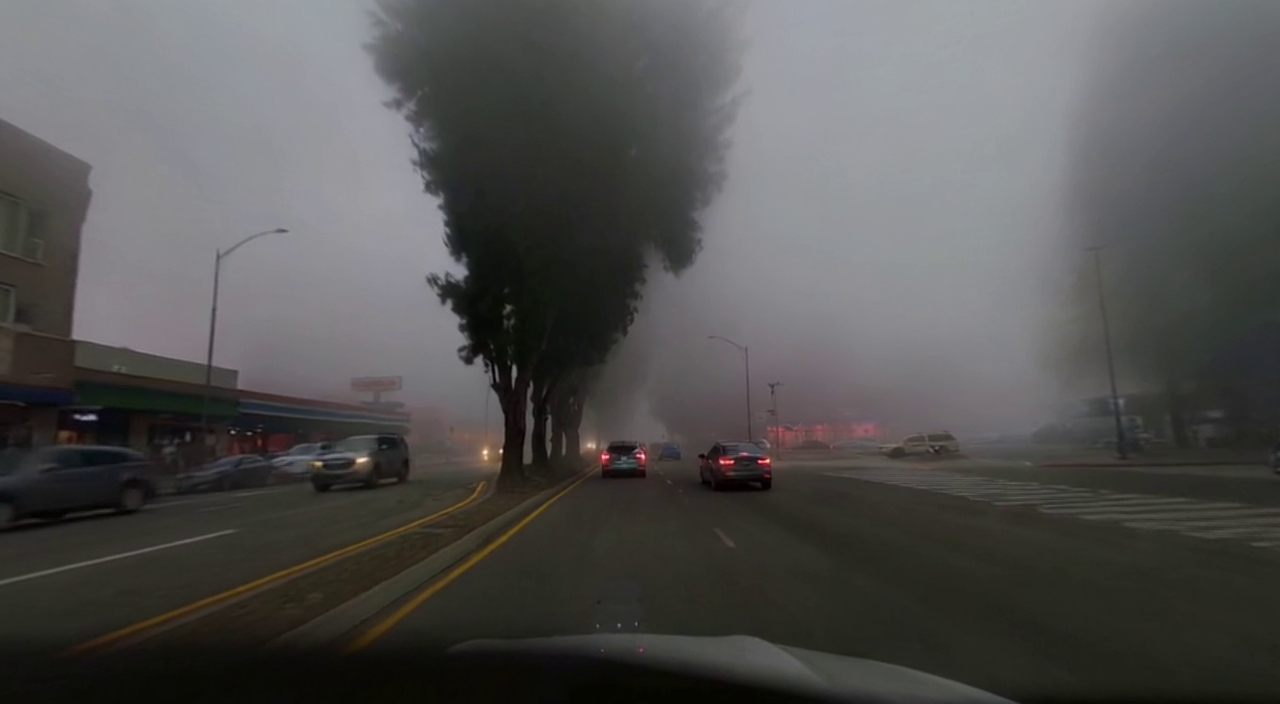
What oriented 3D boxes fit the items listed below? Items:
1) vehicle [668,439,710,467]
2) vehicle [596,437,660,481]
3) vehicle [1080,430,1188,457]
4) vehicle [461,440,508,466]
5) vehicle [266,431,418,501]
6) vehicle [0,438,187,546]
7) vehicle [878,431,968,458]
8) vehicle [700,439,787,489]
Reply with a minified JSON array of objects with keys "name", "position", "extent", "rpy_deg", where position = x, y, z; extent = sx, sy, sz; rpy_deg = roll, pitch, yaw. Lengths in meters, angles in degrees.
[{"name":"vehicle","position":[2.825,5.944,37.313],"extent":[2.098,1.527,3.966],"rpy_deg":[0,-8,-2]},{"name":"vehicle","position":[-0.463,4.071,24.351],"extent":[2.232,1.508,4.319],"rpy_deg":[0,-8,-1]},{"name":"vehicle","position":[27.823,5.171,35.714],"extent":[4.478,1.450,1.968],"rpy_deg":[0,-8,-3]},{"name":"vehicle","position":[-11.365,7.407,46.591],"extent":[2.233,1.799,4.700],"rpy_deg":[0,-8,0]},{"name":"vehicle","position":[-8.323,3.211,18.246],"extent":[2.273,1.748,4.379],"rpy_deg":[0,-8,-1]},{"name":"vehicle","position":[-11.113,2.491,11.900],"extent":[1.997,1.677,4.327],"rpy_deg":[0,-8,-1]},{"name":"vehicle","position":[18.981,6.223,42.573],"extent":[4.948,1.733,2.296],"rpy_deg":[0,-8,-2]},{"name":"vehicle","position":[3.298,3.647,21.025],"extent":[2.060,1.471,4.168],"rpy_deg":[0,-8,-2]}]
